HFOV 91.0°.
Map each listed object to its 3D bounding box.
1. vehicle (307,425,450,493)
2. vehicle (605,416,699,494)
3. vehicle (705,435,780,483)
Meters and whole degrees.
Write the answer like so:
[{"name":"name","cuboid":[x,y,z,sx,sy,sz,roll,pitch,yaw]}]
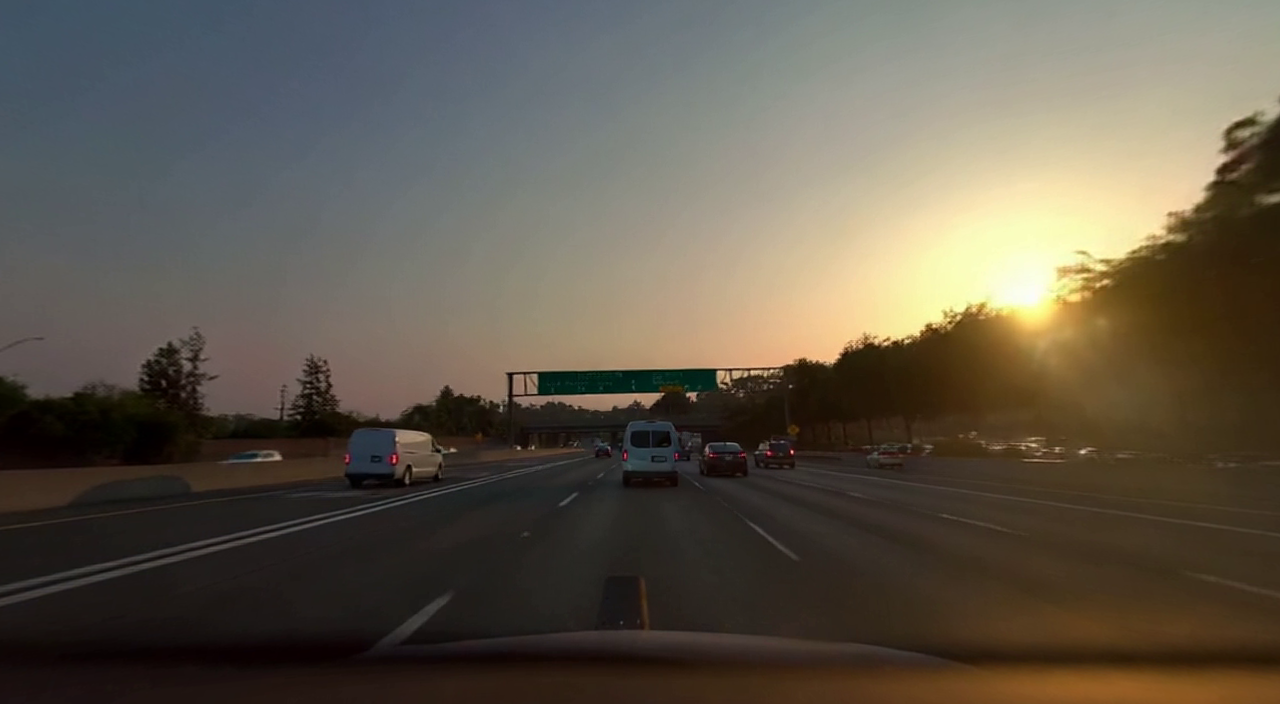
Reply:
[{"name":"vehicle","cuboid":[-7.695,3.201,19.212,2.192,1.776,4.957,0,-8,0]},{"name":"vehicle","cuboid":[0.293,3.112,19.289,2.509,2.062,4.639,0,-8,-1]},{"name":"vehicle","cuboid":[3.909,4.166,24.839,2.146,1.678,4.489,0,-8,-1]}]
